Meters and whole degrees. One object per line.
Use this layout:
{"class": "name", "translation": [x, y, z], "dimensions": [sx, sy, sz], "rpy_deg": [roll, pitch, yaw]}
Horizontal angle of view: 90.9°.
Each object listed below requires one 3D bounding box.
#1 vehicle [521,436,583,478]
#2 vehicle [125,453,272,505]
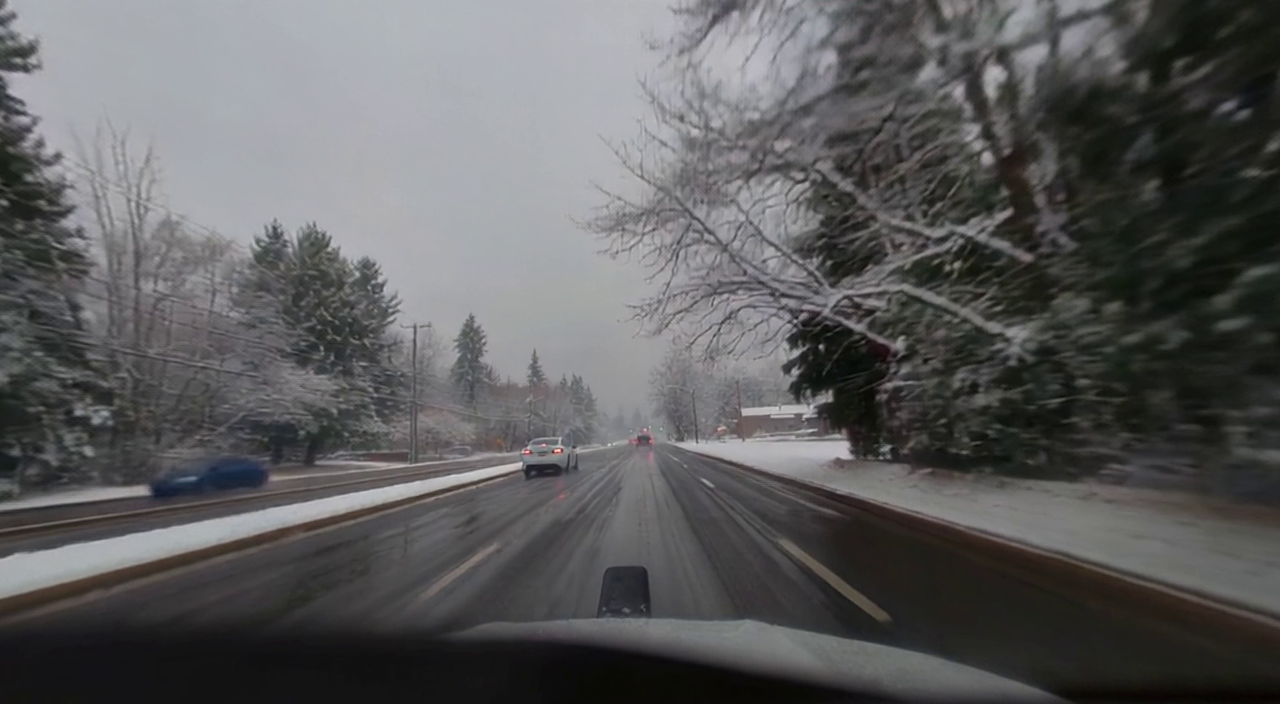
{"class": "vehicle", "translation": [-3.680, 4.482, 27.103], "dimensions": [1.914, 1.630, 4.351], "rpy_deg": [-1, -8, 2]}
{"class": "vehicle", "translation": [-16.011, 4.584, 23.226], "dimensions": [1.967, 1.581, 4.663], "rpy_deg": [-1, -8, 1]}
